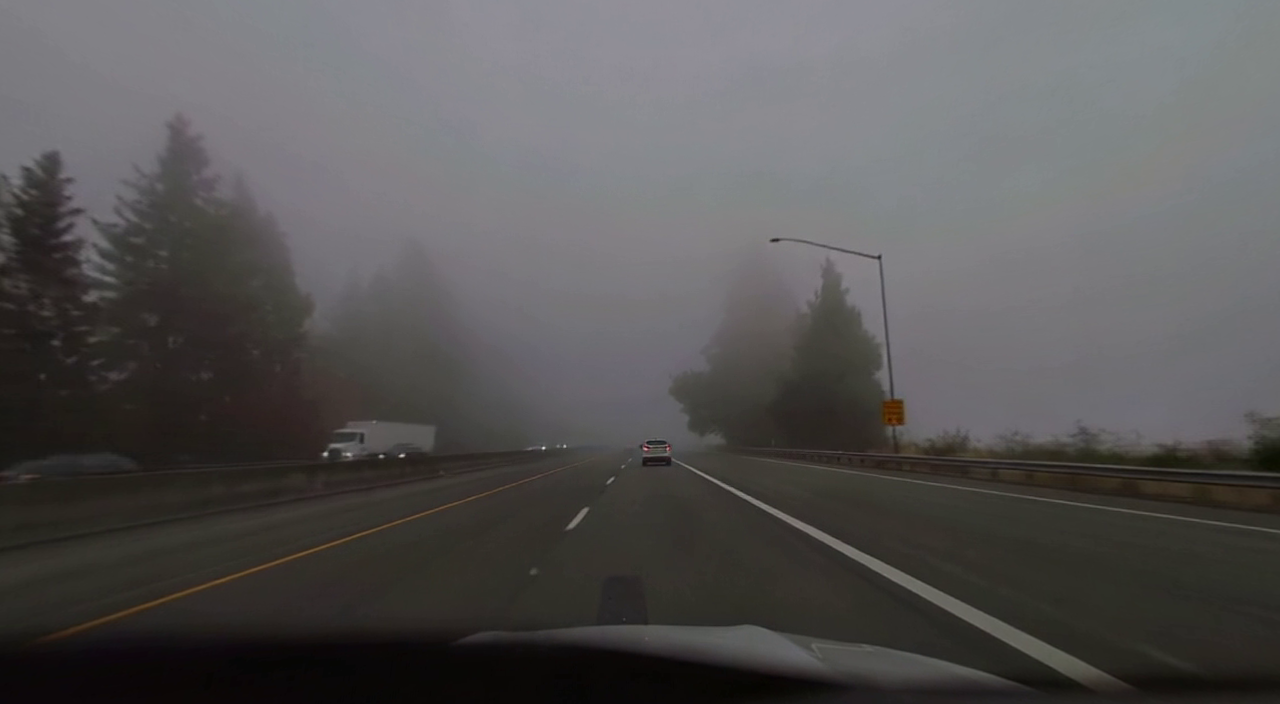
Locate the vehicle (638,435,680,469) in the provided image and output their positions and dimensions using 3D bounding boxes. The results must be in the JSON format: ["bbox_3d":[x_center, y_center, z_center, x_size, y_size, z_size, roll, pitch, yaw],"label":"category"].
[{"bbox_3d":[1.036,5.698,36.059,2.260,1.766,4.348,0,-8,0],"label":"vehicle"}]

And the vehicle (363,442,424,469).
[{"bbox_3d":[-17.338,7.262,44.670,2.064,1.785,5.368,0,-8,1],"label":"vehicle"}]

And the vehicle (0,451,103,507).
[{"bbox_3d":[-21.178,4.245,21.358,2.074,1.726,4.377,0,-8,0],"label":"vehicle"}]
